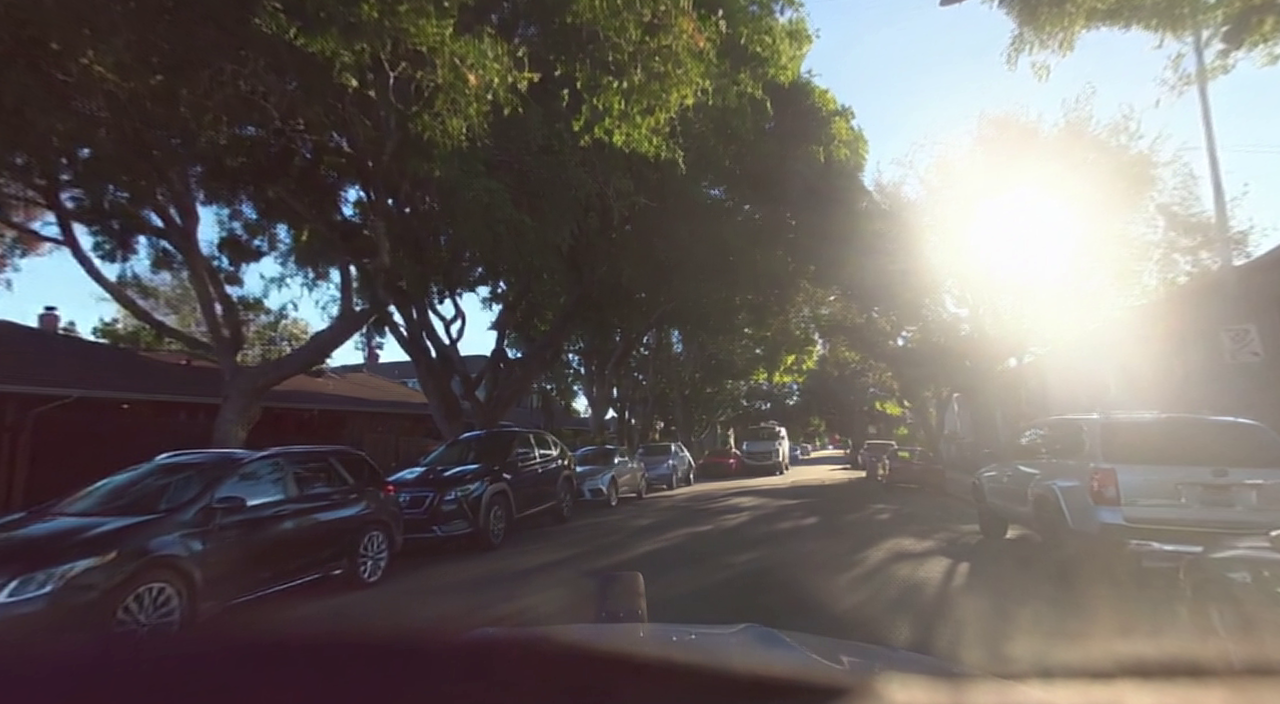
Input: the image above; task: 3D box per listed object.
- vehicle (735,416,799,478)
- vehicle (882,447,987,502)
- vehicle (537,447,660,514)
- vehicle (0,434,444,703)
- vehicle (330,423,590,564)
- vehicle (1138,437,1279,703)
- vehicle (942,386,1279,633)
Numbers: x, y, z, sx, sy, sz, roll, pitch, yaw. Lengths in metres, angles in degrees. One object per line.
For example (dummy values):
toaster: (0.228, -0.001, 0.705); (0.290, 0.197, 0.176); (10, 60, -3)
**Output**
vehicle: (6.871, 5.019, 33.511); (2.716, 2.887, 6.781); (-2, -8, 16)
vehicle: (8.804, 3.643, 19.315); (1.813, 1.468, 4.267); (-1, -9, 10)
vehicle: (-0.903, 3.311, 16.957); (1.861, 1.474, 4.749); (-2, -9, 15)
vehicle: (-3.817, 1.556, 5.801); (1.855, 1.510, 4.406); (-2, -9, 13)
vehicle: (-2.644, 2.239, 10.941); (2.203, 1.815, 4.972); (-2, -9, 12)
vehicle: (4.116, 1.013, 2.145); (1.992, 1.456, 4.610); (-2, -9, 14)
vehicle: (5.320, 1.562, 7.317); (2.182, 1.900, 4.779); (-2, -9, 13)
